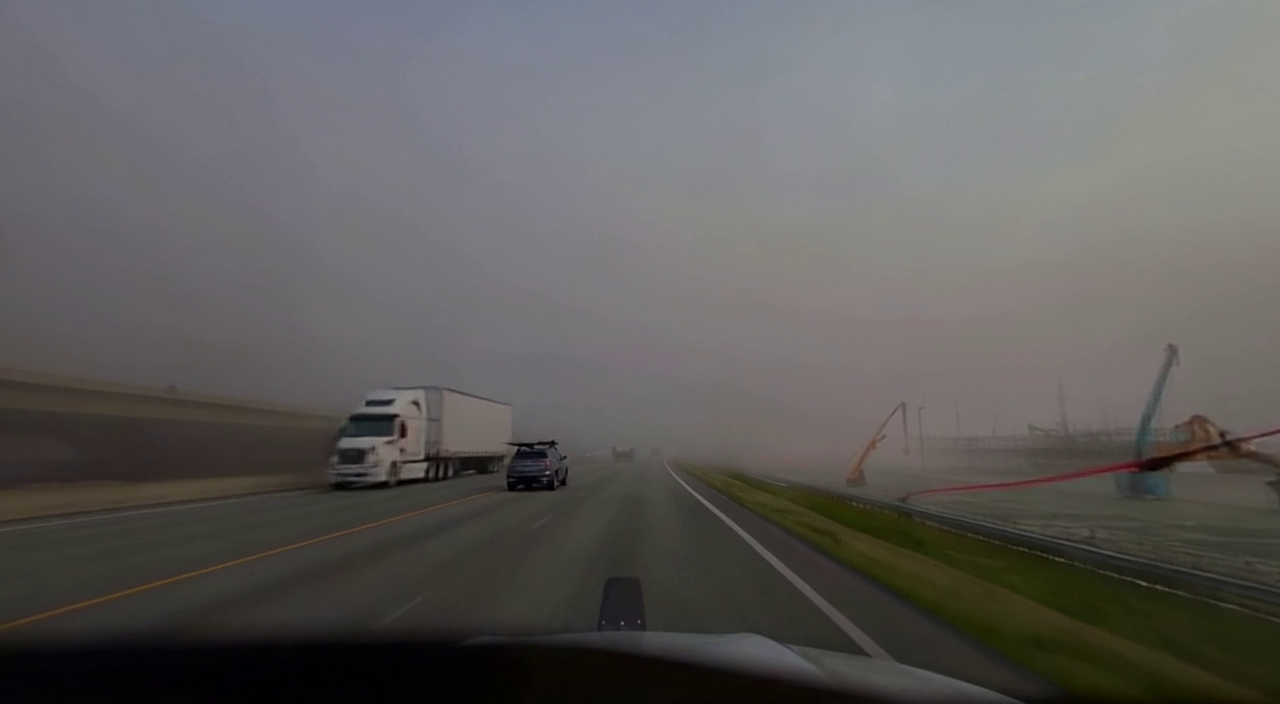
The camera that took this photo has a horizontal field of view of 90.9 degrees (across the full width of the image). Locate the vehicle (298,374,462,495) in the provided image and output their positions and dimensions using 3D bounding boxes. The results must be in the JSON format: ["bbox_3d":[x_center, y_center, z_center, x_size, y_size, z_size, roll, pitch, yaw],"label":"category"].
[{"bbox_3d":[-9.411,3.159,23.742,3.436,3.972,5.728,-1,-9,2],"label":"vehicle"}]

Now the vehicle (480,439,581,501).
[{"bbox_3d":[-3.144,3.510,19.027,2.194,1.648,3.984,0,-9,2],"label":"vehicle"}]
